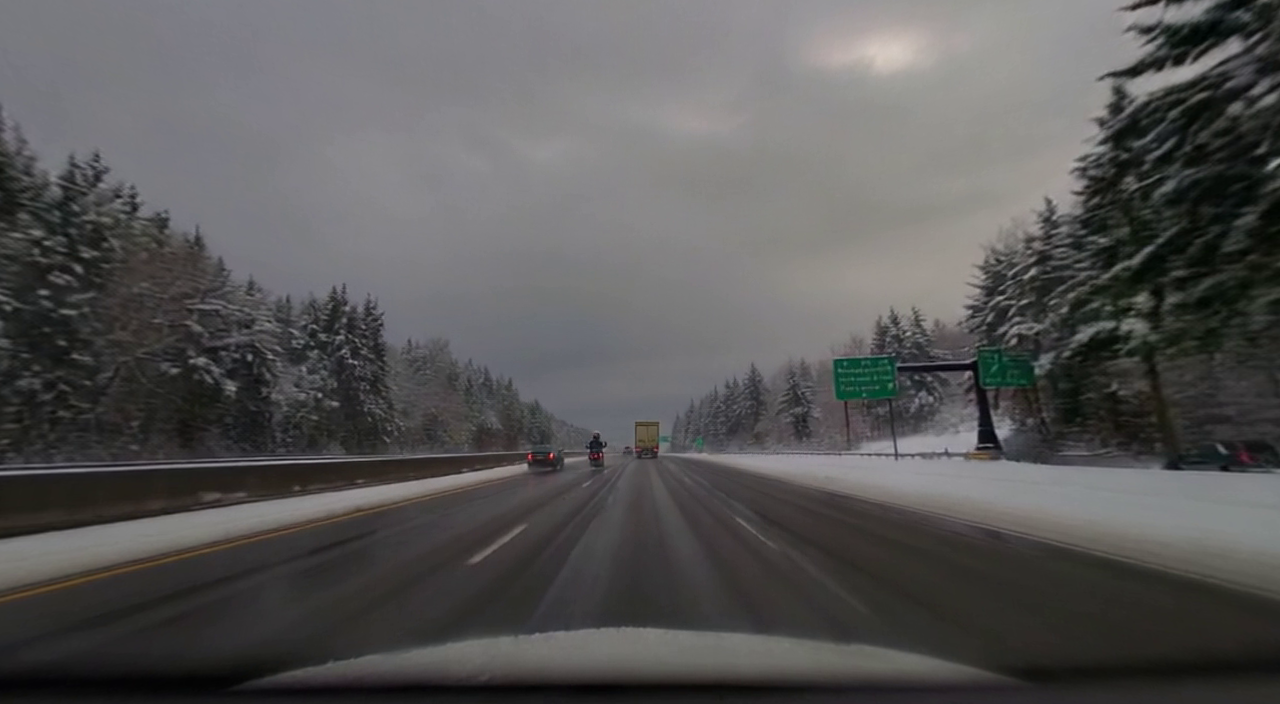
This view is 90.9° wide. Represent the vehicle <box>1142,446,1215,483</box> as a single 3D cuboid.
[{"bbox_3d":[32.334,6.704,37.997,2.085,2.025,4.992,-4,-10,27],"label":"vehicle"}]
